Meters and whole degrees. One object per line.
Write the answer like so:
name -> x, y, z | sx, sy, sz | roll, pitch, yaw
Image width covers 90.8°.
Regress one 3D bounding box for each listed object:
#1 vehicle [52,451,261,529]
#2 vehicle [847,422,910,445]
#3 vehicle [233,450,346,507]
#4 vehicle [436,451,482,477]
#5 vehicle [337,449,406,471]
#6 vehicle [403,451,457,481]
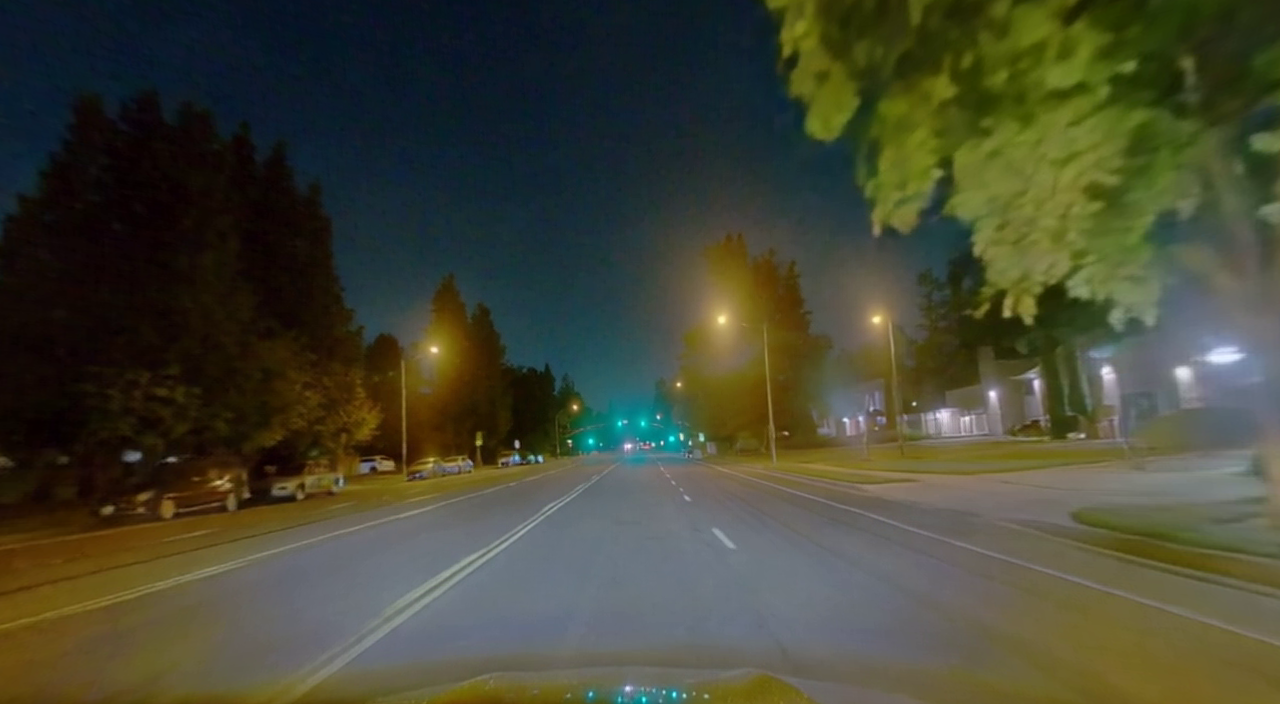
vehicle -> -12.897, 3.632, 17.391 | 1.882, 1.775, 4.904 | 0, -8, 0
vehicle -> 17.577, 6.053, 46.624 | 1.726, 1.620, 3.938 | 6, -11, -37
vehicle -> -12.631, 4.532, 23.110 | 1.882, 1.727, 3.945 | -3, -8, 1
vehicle -> -12.605, 7.809, 44.216 | 1.909, 1.477, 4.345 | -3, -8, -1
vehicle -> -20.881, 8.389, 49.212 | 4.498, 1.623, 1.903 | 0, -8, 1
vehicle -> -12.647, 6.881, 38.325 | 1.828, 1.510, 4.149 | -4, -8, 0
